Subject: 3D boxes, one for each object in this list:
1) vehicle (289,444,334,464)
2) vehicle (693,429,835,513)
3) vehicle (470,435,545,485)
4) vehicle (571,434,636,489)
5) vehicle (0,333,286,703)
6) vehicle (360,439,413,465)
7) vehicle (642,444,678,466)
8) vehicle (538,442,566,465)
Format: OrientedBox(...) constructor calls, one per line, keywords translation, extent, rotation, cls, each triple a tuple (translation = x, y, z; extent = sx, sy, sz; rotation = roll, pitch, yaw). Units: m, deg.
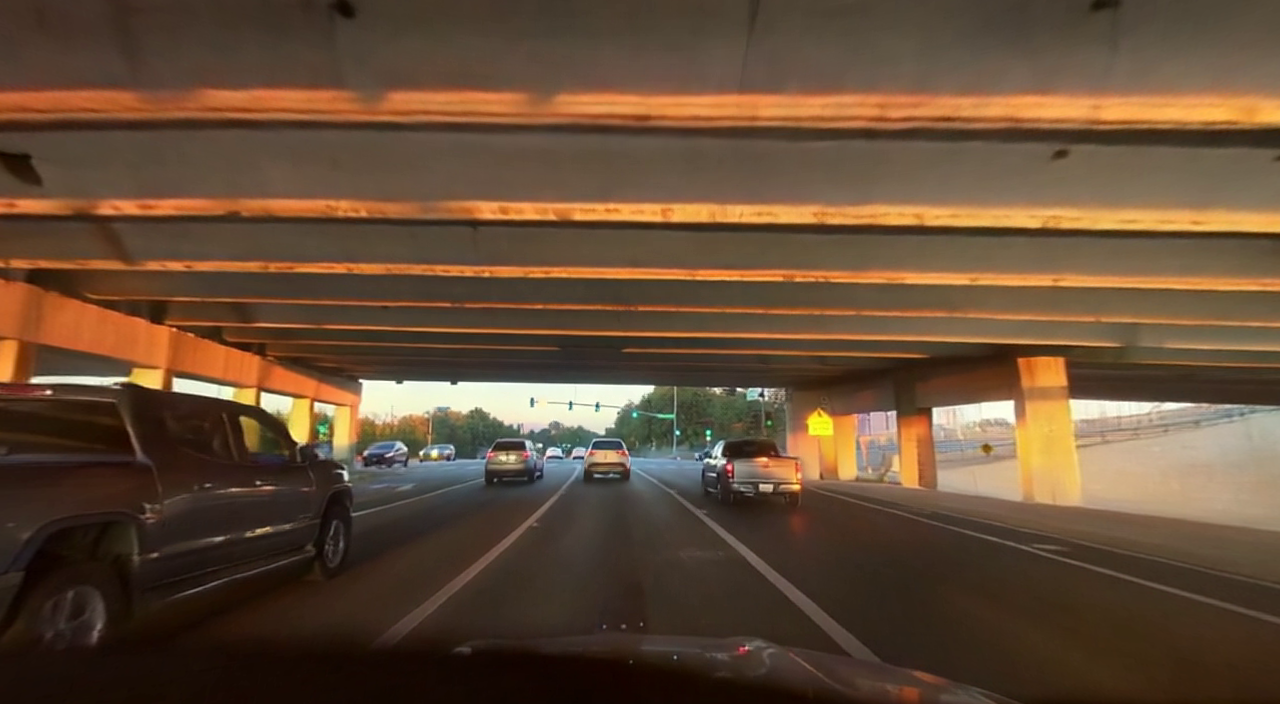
OrientedBox(translation=(-25.650, 7.977, 49.373), extent=(1.691, 1.458, 3.783), rotation=(0, -8, -4), cls="vehicle")
OrientedBox(translation=(2.839, 2.888, 15.961), extent=(2.234, 1.720, 5.378), rotation=(0, -8, -3), cls="vehicle")
OrientedBox(translation=(-4.919, 4.084, 24.081), extent=(2.127, 1.720, 4.064), rotation=(0, -8, -2), cls="vehicle")
OrientedBox(translation=(-1.243, 3.803, 22.289), extent=(2.097, 1.748, 3.794), rotation=(0, -8, -2), cls="vehicle")
OrientedBox(translation=(-4.030, 0.831, 2.949), extent=(2.074, 1.814, 4.596), rotation=(0, -8, -1), cls="vehicle")
OrientedBox(translation=(-17.982, 7.100, 45.012), extent=(2.013, 1.744, 5.015), rotation=(0, -8, -4), cls="vehicle")
OrientedBox(translation=(1.367, 7.222, 44.330), extent=(2.026, 1.457, 3.969), rotation=(1, -8, -6), cls="vehicle")
OrientedBox(translation=(-6.671, 7.736, 48.214), extent=(1.829, 1.614, 3.611), rotation=(0, -8, -4), cls="vehicle")
